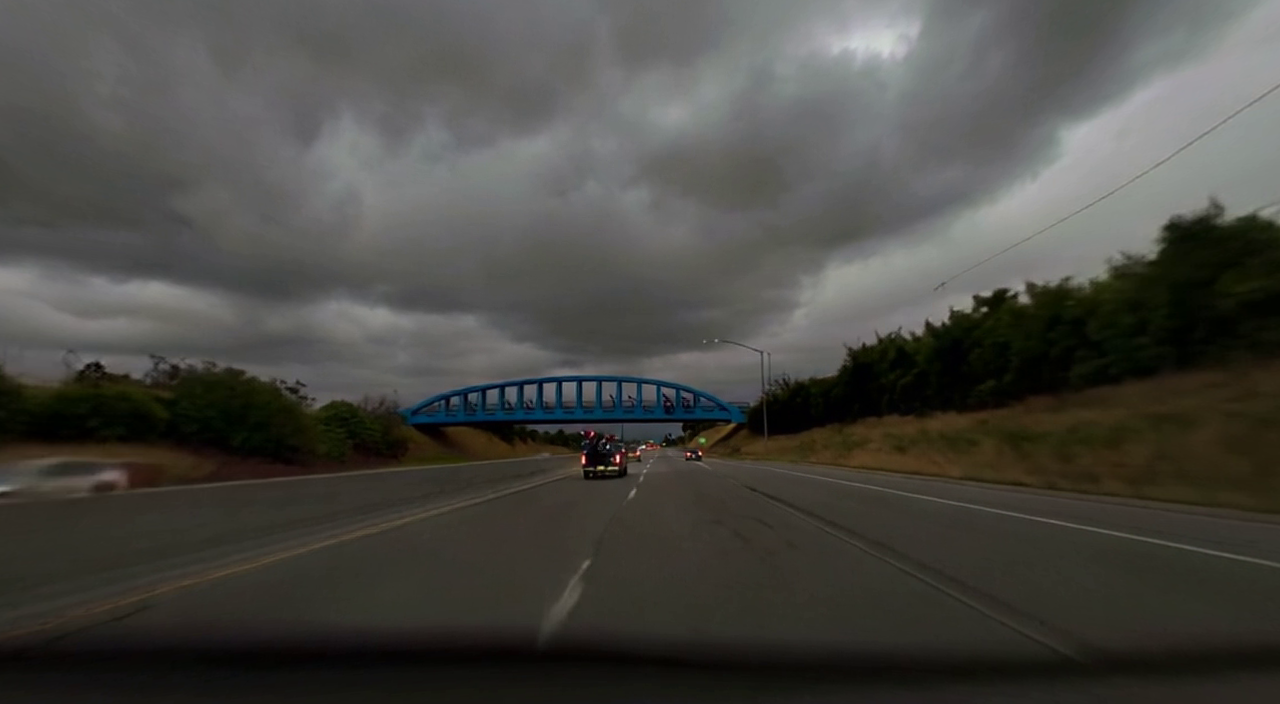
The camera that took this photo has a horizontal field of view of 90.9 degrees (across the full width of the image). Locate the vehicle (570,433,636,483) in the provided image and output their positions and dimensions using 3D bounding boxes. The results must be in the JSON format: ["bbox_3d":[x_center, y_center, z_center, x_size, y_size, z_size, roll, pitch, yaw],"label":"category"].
[{"bbox_3d":[-1.474,4.610,27.603,2.369,1.948,5.343,0,-9,2],"label":"vehicle"}]
